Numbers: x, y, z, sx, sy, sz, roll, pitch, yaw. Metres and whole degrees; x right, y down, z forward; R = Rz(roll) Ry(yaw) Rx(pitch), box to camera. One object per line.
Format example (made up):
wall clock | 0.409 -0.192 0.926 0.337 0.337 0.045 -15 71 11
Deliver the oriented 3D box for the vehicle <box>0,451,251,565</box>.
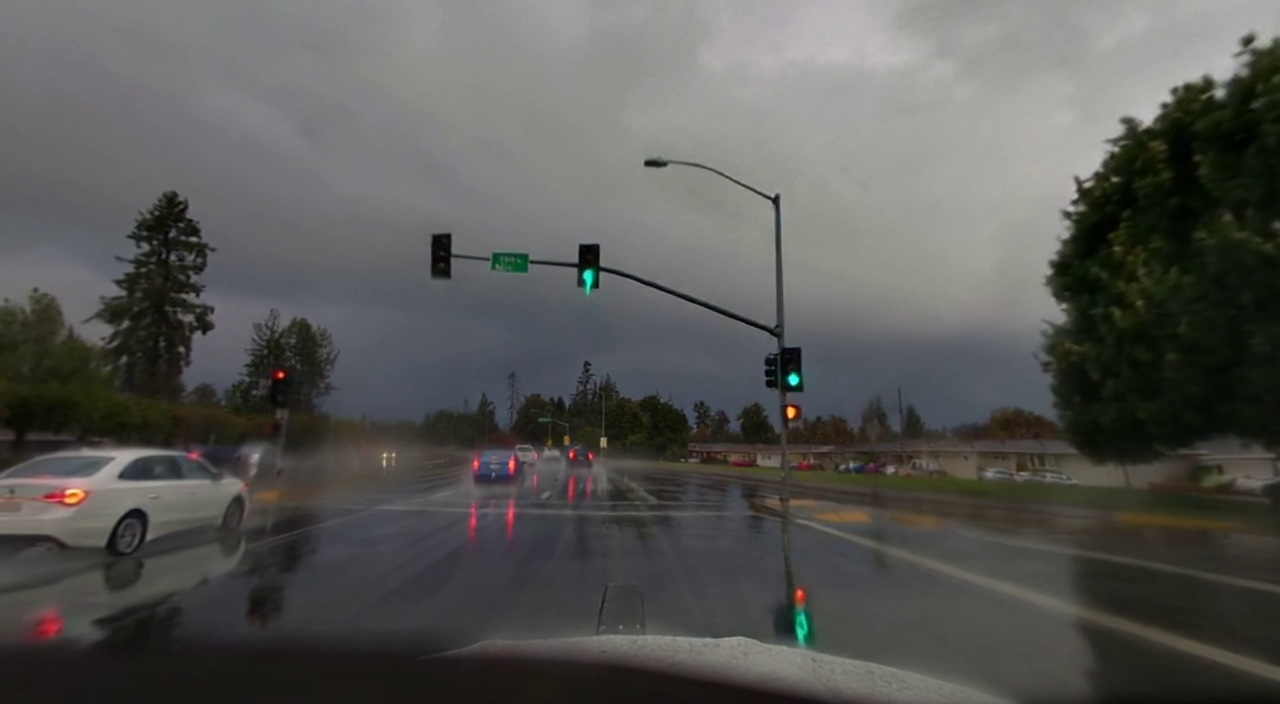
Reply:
vehicle | -8.506 2.349 10.286 1.889 1.429 4.029 0 -8 -2

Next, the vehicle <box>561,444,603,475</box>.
vehicle | -4.068 7.345 43.587 2.526 1.982 5.294 1 -9 -9

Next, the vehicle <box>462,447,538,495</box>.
vehicle | -5.150 4.407 23.865 2.098 1.613 4.606 0 -8 -4

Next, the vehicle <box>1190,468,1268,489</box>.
vehicle | 45.513 9.735 48.832 4.468 1.458 1.757 1 -8 -5
